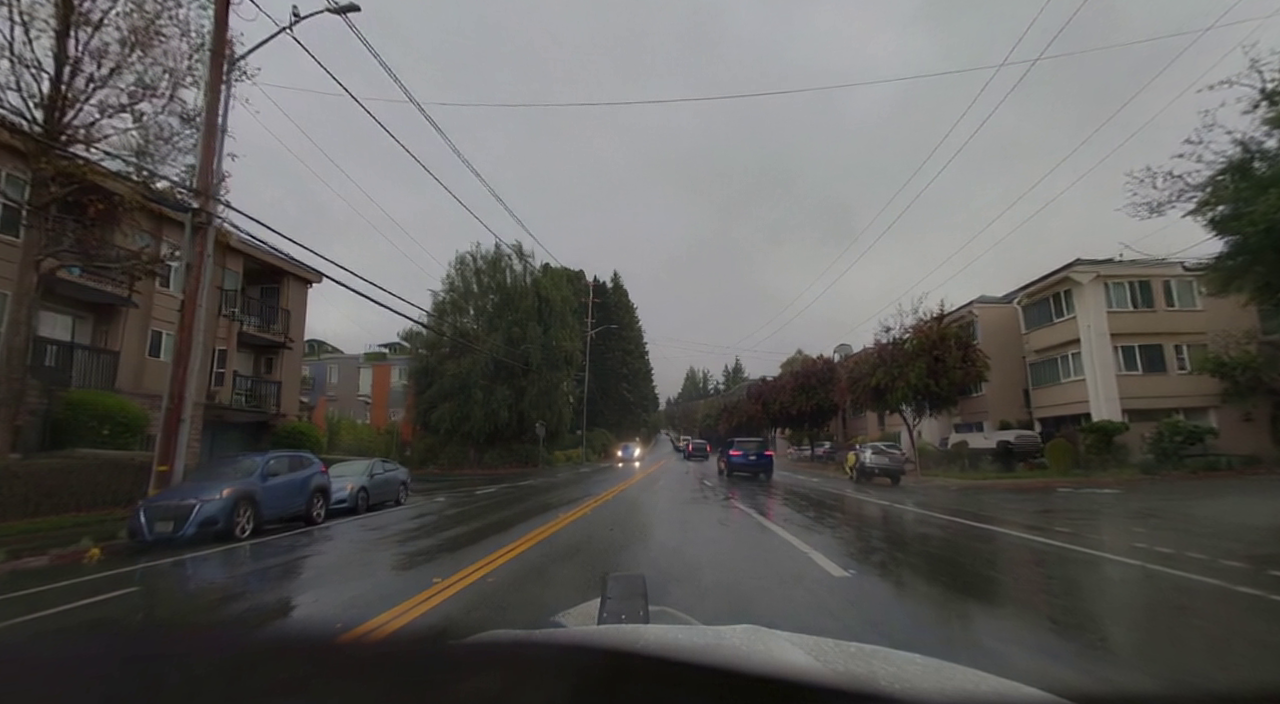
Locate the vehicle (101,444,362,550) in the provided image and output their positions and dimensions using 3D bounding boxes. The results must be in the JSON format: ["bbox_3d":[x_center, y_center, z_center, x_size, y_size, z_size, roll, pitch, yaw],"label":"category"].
[{"bbox_3d":[-8.224,2.895,13.398,2.381,1.825,4.652,0,-8,0],"label":"vehicle"}]

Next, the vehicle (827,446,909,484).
[{"bbox_3d":[9.884,4.901,27.608,1.935,1.478,4.711,0,-8,1],"label":"vehicle"}]

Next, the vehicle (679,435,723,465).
[{"bbox_3d":[4.022,6.596,42.310,2.368,1.840,4.896,0,-8,-1],"label":"vehicle"}]

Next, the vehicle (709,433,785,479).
[{"bbox_3d":[4.311,4.312,26.233,2.306,1.719,4.805,0,-8,0],"label":"vehicle"}]

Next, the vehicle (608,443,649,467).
[{"bbox_3d":[-0.681,6.753,41.421,2.155,1.436,4.501,-1,-8,6],"label":"vehicle"}]
